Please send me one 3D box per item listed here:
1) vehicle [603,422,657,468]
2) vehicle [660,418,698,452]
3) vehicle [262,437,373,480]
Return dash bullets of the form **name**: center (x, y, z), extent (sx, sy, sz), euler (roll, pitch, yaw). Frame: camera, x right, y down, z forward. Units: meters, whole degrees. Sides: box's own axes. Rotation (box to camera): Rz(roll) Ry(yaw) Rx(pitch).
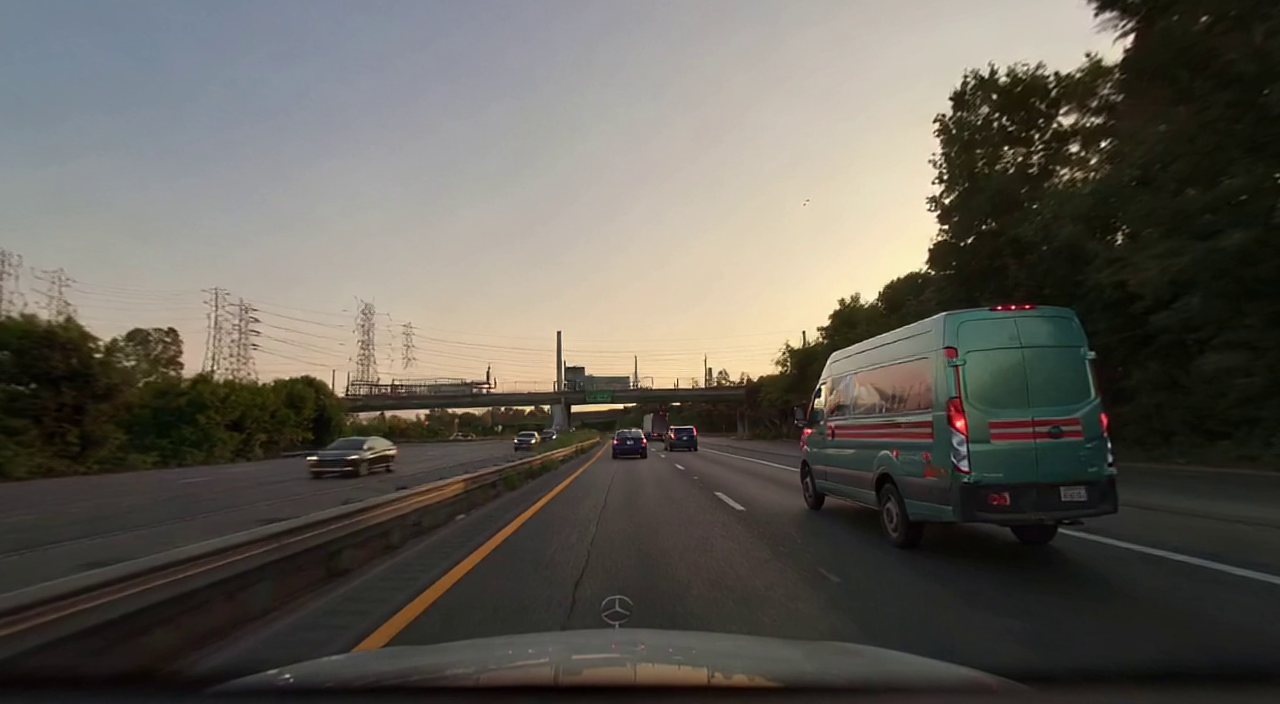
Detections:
- **vehicle**: center (-0.438, 3.872, 26.406), extent (2.073, 1.750, 4.116), euler (0, -8, -2)
- **vehicle**: center (2.987, 6.558, 49.635), extent (2.387, 2.506, 5.374), euler (0, -8, -2)
- **vehicle**: center (-12.216, 4.026, 24.268), extent (1.951, 1.489, 4.658), euler (0, -8, -2)
